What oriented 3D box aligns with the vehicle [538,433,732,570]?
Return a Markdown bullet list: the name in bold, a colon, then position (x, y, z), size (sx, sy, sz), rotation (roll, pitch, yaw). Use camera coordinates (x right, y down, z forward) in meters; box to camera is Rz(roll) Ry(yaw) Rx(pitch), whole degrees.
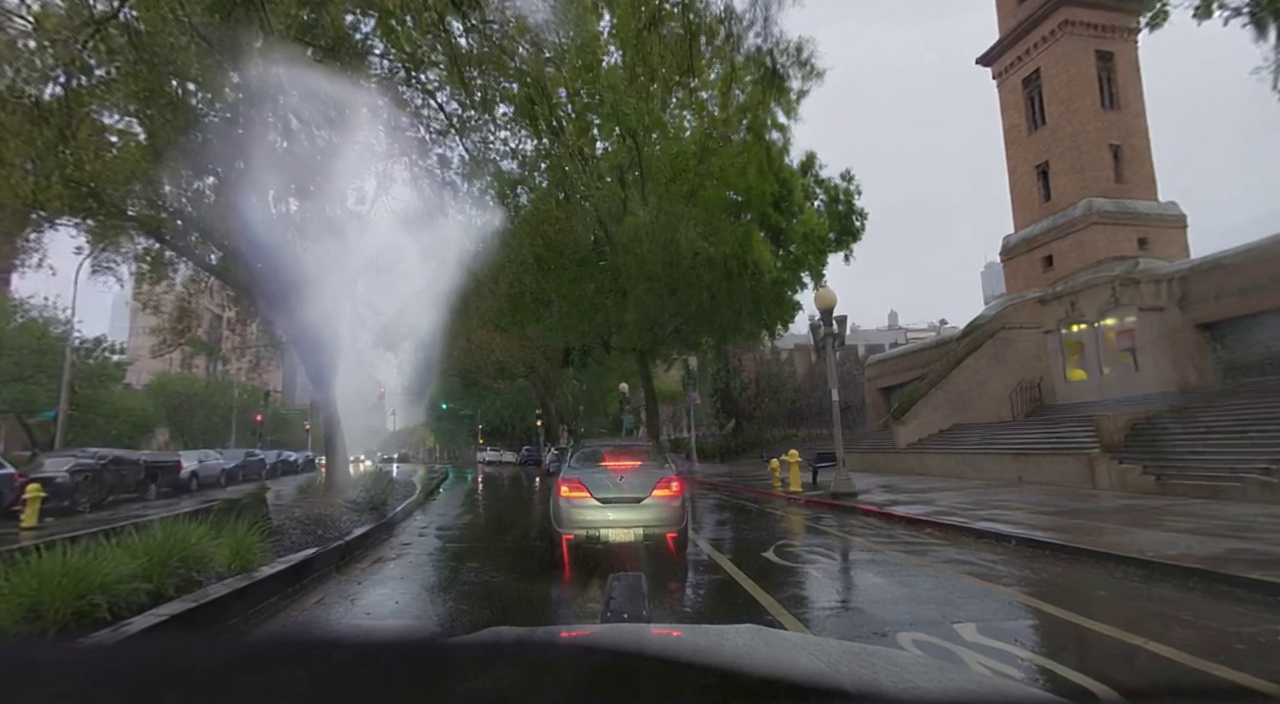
- **vehicle**: position (-0.240, 1.939, 9.012), size (2.142, 1.475, 4.051), rotation (1, -8, -6)
